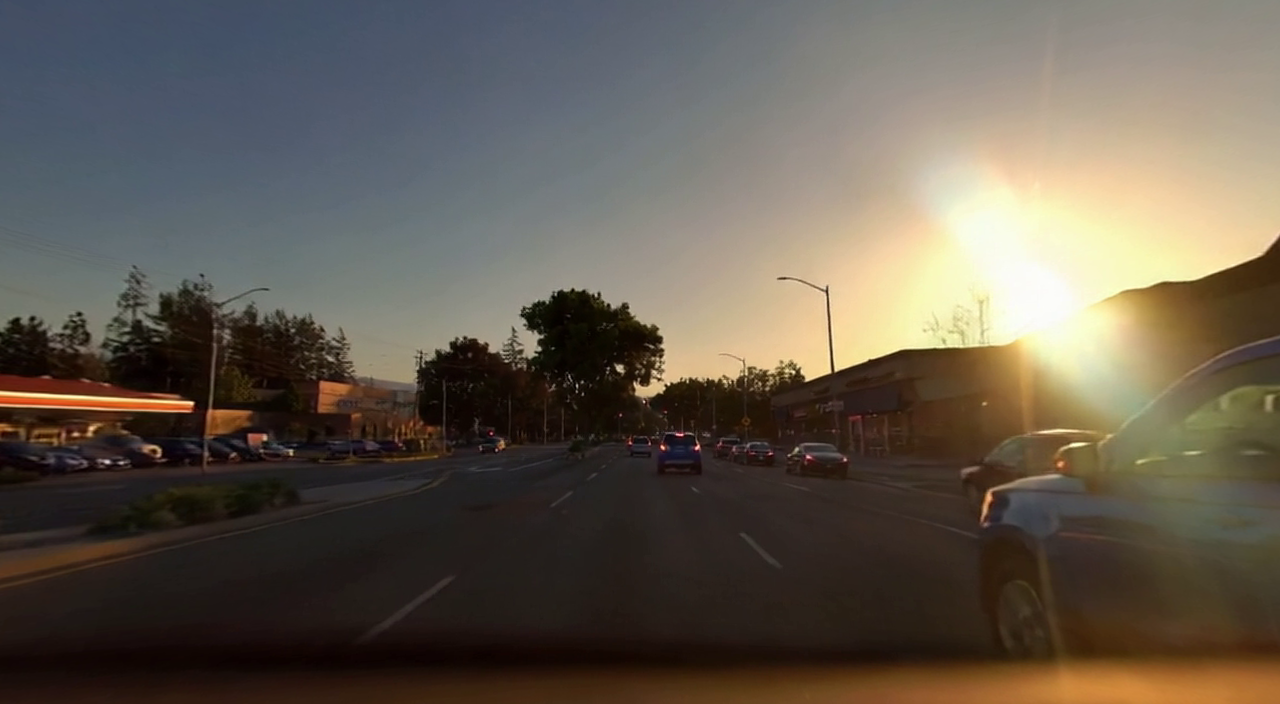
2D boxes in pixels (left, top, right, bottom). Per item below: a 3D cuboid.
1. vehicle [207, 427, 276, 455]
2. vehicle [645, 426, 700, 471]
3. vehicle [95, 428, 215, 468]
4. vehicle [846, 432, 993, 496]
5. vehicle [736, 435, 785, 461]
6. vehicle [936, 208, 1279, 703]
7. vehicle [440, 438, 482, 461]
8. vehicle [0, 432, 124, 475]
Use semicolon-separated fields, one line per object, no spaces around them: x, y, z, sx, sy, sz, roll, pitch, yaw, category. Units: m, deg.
-30.701;6.931;48.542;2.042;1.901;5.209;-3;-9;-2;vehicle
1.423;4.443;29.170;2.317;1.857;5.150;0;-8;1;vehicle
-25.706;5.119;33.611;2.086;1.967;5.297;0;-8;1;vehicle
7.329;2.962;17.111;1.831;1.471;4.866;0;-8;1;vehicle
7.448;6.001;39.297;2.055;1.508;4.782;0;-8;0;vehicle
3.027;0.527;1.596;2.246;1.963;4.777;0;-8;1;vehicle
-11.884;6.501;41.994;1.942;1.473;4.506;1;-8;-6;vehicle
-26.230;4.508;28.167;1.922;1.755;4.511;-1;-8;7;vehicle
